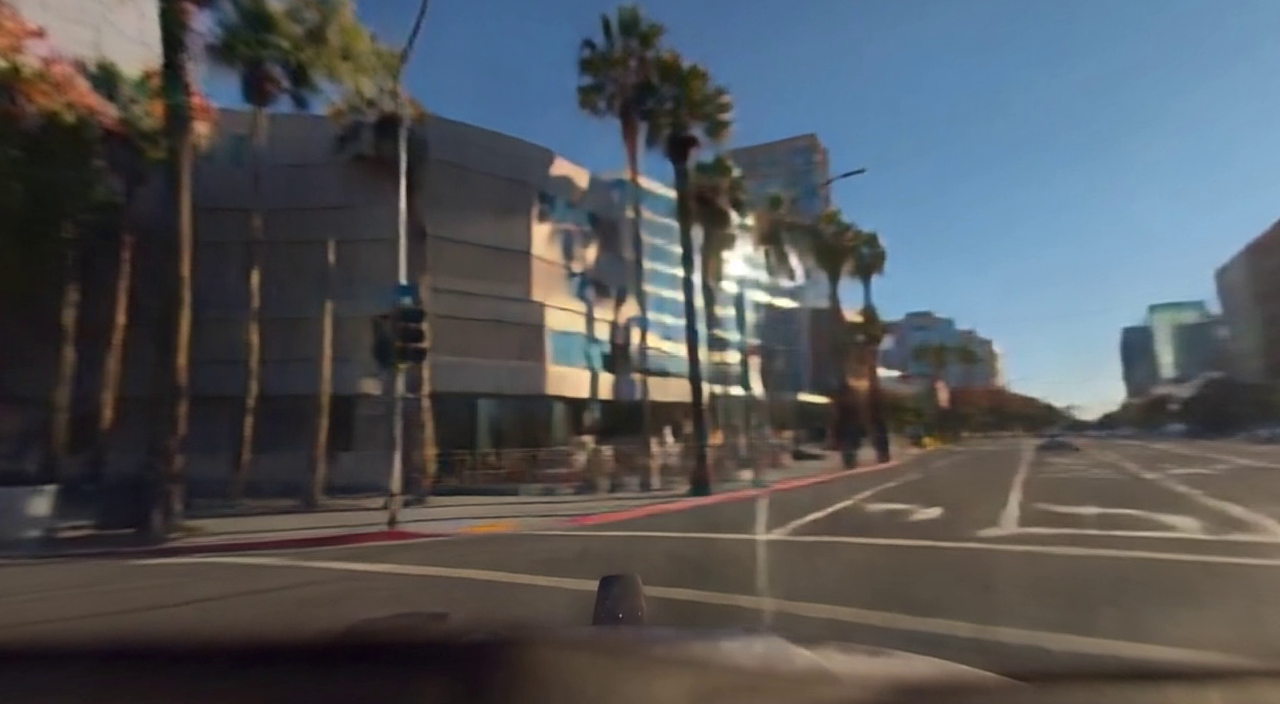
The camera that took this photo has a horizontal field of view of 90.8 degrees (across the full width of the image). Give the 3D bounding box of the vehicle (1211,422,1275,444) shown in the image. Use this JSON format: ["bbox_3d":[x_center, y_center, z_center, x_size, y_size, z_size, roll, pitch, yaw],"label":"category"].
[{"bbox_3d":[43.976,5.958,46.158,1.779,1.445,4.309,-3,-9,21],"label":"vehicle"}]
